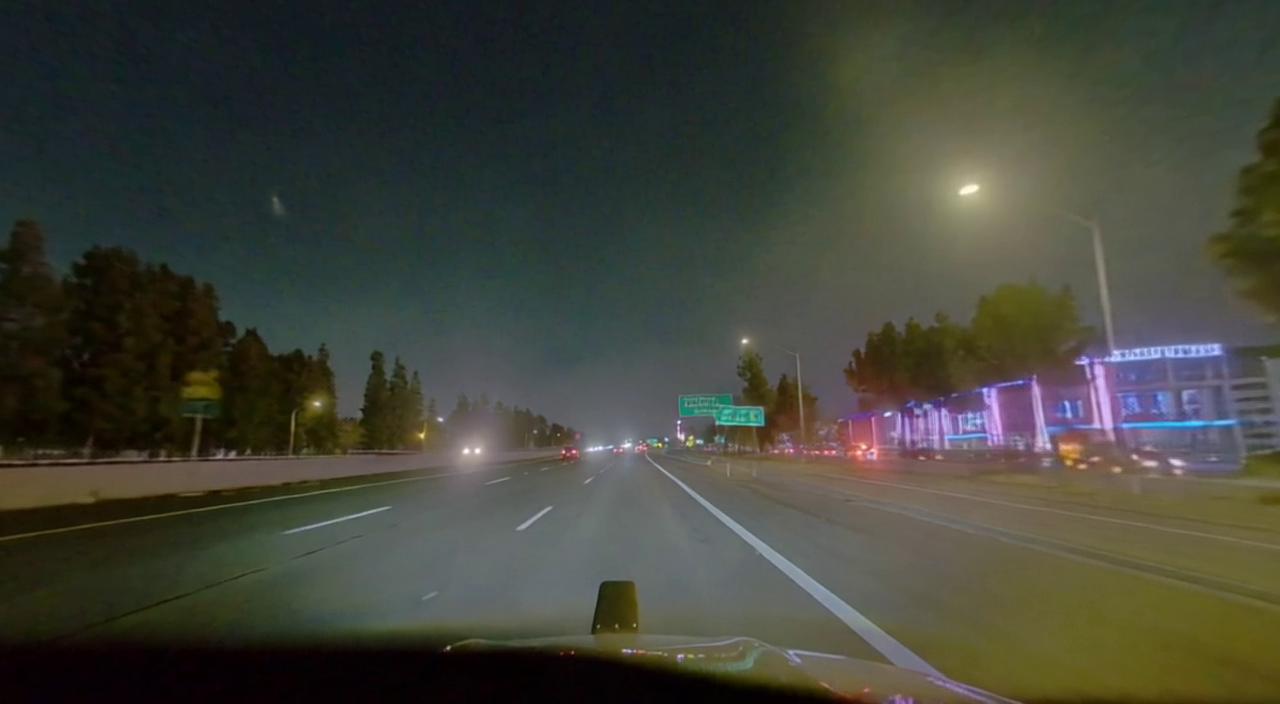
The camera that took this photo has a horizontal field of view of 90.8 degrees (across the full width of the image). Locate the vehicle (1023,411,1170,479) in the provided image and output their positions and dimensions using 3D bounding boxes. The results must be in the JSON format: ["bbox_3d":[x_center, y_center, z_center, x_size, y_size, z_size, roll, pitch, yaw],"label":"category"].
[{"bbox_3d":[24.754,5.117,34.918,3.065,3.244,7.356,-3,-8,6],"label":"vehicle"}]
